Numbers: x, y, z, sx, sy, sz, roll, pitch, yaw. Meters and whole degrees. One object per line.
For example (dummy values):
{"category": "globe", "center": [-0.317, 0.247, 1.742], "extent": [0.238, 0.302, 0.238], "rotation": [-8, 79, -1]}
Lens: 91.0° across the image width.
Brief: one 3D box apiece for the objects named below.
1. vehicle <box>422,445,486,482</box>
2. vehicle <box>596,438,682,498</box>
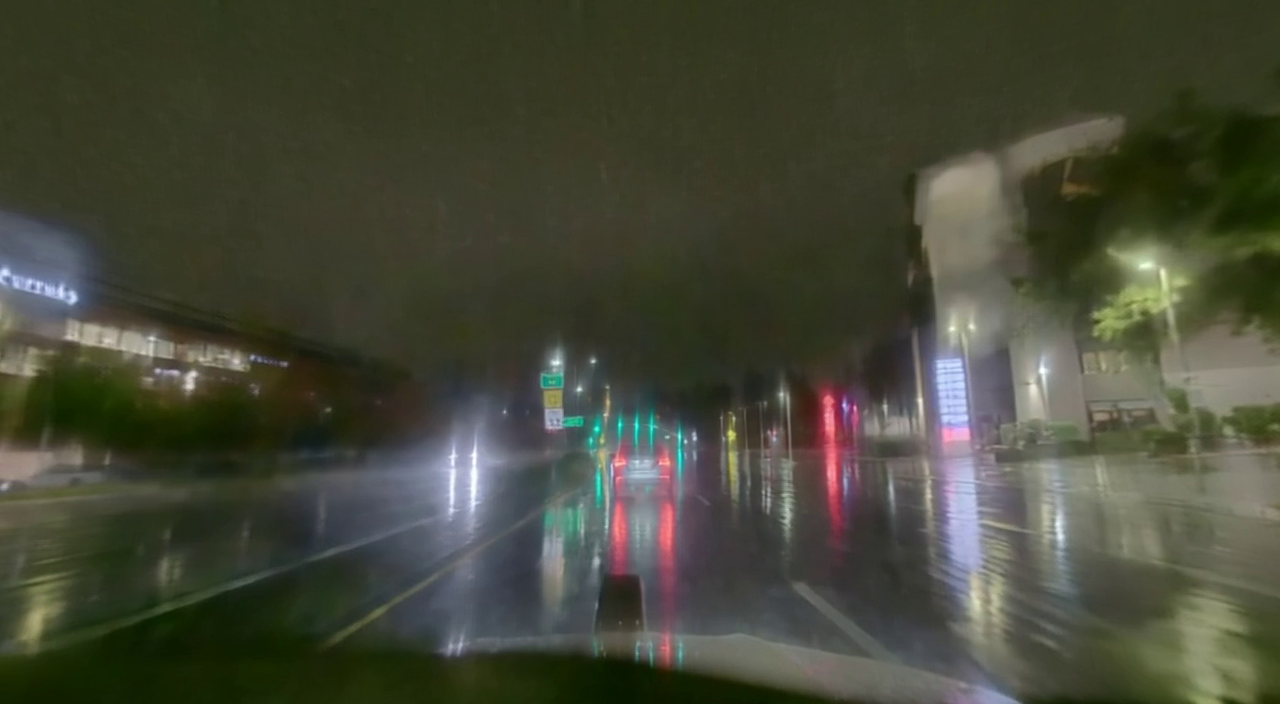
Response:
{"category": "vehicle", "center": [-9.183, 5.514, 31.450], "extent": [1.903, 1.476, 4.395], "rotation": [-5, -8, -1]}
{"category": "vehicle", "center": [-0.055, 3.179, 17.645], "extent": [2.126, 1.475, 3.967], "rotation": [0, -8, -1]}
